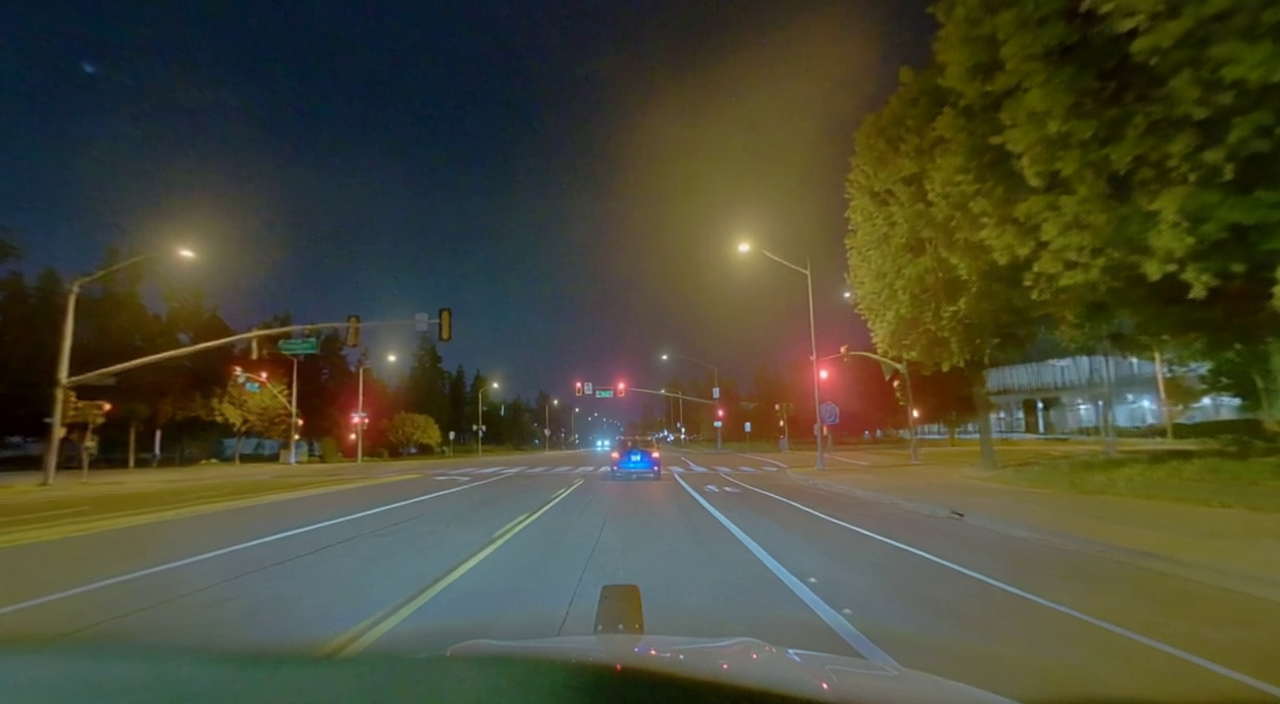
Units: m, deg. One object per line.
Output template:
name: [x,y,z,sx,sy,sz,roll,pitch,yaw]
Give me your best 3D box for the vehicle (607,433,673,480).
vehicle: [-0.050,3.644,22.246,2.107,1.470,3.974,0,-9,-1]
